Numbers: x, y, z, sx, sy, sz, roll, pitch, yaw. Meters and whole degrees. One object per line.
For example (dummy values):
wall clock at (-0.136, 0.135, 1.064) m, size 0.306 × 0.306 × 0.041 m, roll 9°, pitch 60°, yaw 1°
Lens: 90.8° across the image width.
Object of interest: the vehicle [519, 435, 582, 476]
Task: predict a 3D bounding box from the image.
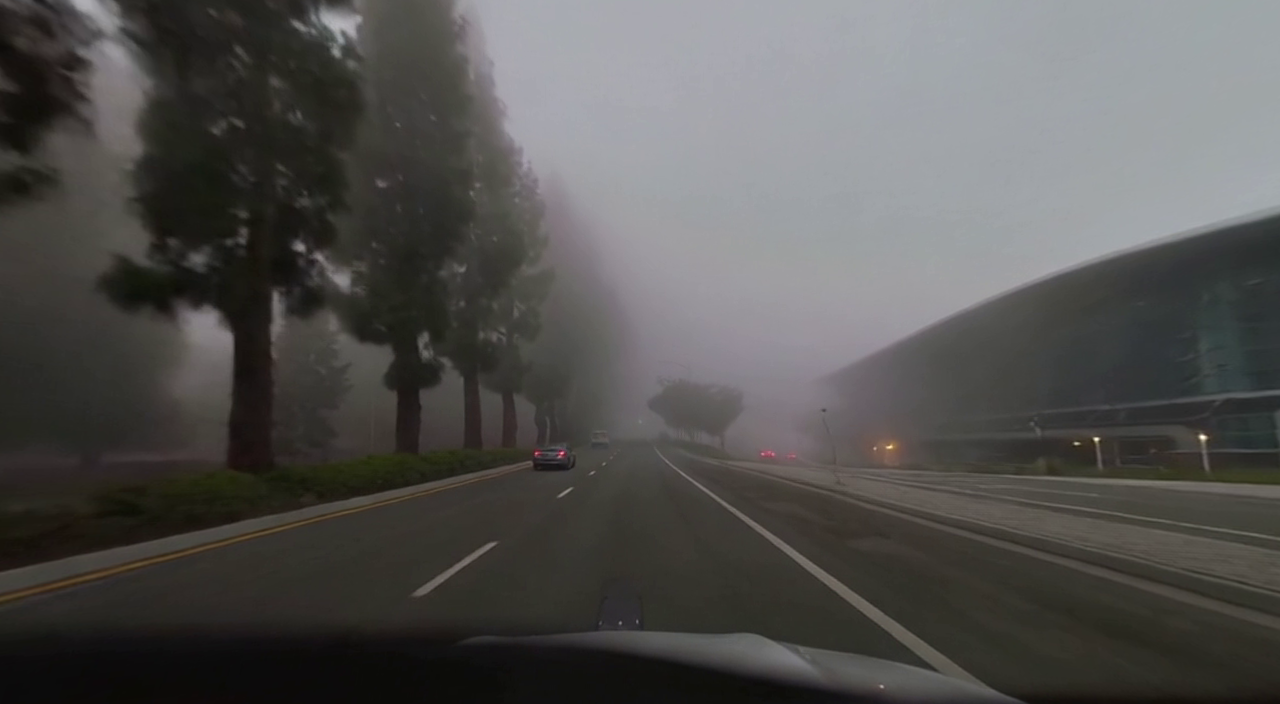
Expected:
vehicle at (-3.662, 4.329, 26.727) m, size 1.984 × 1.521 × 4.682 m, roll -1°, pitch -8°, yaw 0°
